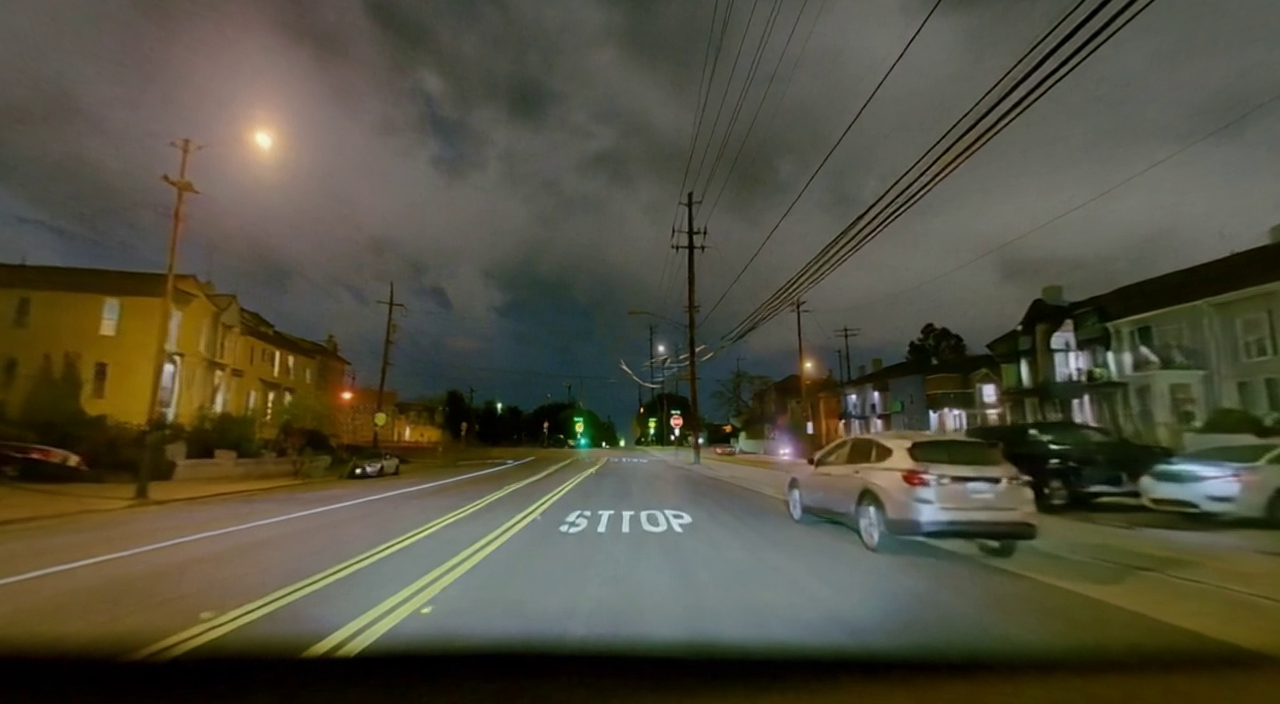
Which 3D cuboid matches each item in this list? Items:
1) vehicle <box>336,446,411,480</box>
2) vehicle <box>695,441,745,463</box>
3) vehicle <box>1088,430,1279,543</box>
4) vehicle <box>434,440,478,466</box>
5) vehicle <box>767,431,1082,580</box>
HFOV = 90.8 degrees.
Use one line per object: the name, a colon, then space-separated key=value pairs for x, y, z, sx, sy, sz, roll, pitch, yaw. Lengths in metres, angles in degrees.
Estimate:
vehicle: x=-12.747 y=5.310 z=30.534 sx=1.957 sy=1.459 sz=4.913 roll=1 pitch=-8 yaw=-6
vehicle: x=5.683 y=7.205 z=45.632 sx=2.081 sy=1.496 sz=4.490 roll=2 pitch=-9 yaw=-14
vehicle: x=9.486 y=1.870 z=8.988 sx=4.658 sy=1.465 sz=2.025 roll=-4 pitch=-9 yaw=24
vehicle: x=-13.640 y=7.521 z=47.122 sx=1.940 sy=1.789 sz=5.086 roll=0 pitch=-8 yaw=-2
vehicle: x=3.293 y=1.855 z=8.623 sx=1.917 sy=1.434 sz=4.733 roll=0 pitch=-8 yaw=-3
